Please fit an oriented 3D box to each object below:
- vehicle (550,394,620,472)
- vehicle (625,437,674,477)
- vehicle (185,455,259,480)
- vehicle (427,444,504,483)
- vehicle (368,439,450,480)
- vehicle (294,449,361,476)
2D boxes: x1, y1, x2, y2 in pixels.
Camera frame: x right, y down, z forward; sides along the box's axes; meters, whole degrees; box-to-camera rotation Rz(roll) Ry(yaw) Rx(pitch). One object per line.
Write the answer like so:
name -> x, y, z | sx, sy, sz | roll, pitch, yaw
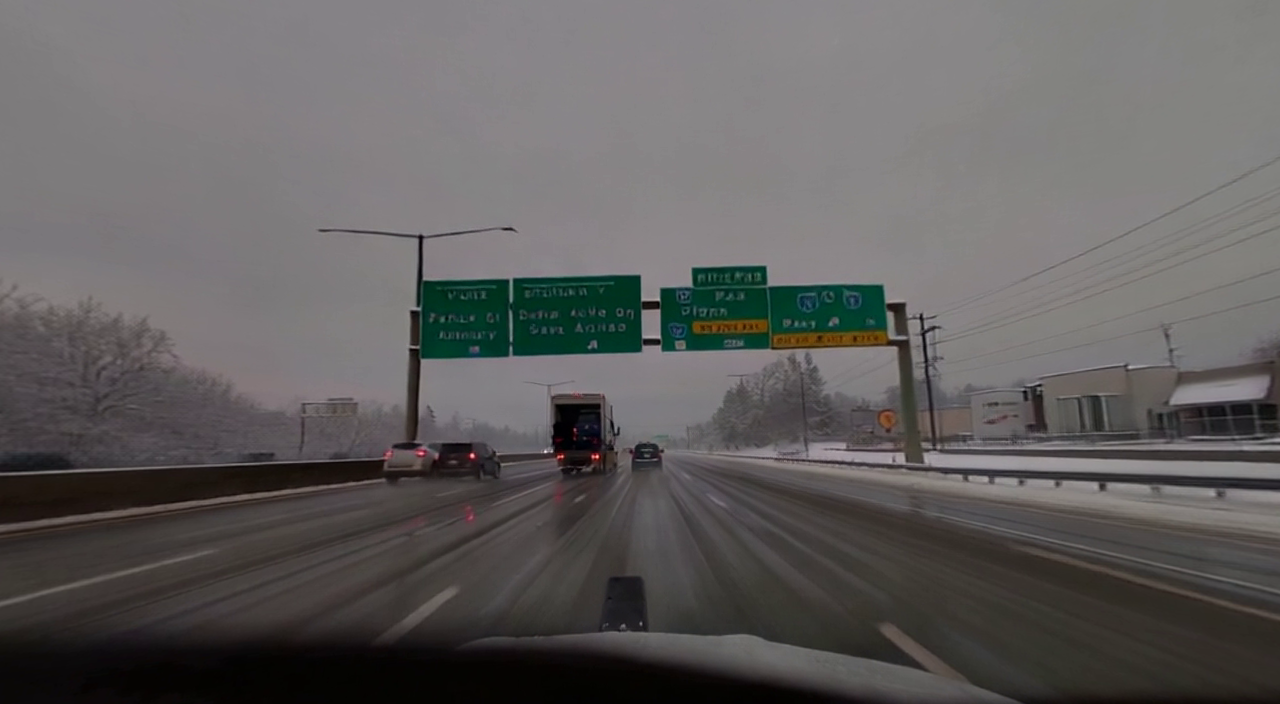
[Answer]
vehicle -> -3.307, 5.736, 43.432 | 2.888, 4.308, 16.259 | 0, -8, 2
vehicle -> 0.464, 5.250, 31.761 | 2.279, 1.837, 4.747 | 0, -8, 0
vehicle -> -26.472, 7.298, 40.142 | 1.765, 1.427, 4.213 | 0, -8, 1
vehicle -> -7.193, 4.606, 26.485 | 1.945, 1.482, 4.109 | 0, -8, 2
vehicle -> -10.320, 4.817, 28.542 | 1.997, 1.692, 4.294 | 0, -8, 1
vehicle -> -19.539, 6.907, 39.630 | 1.958, 1.504, 4.309 | 0, -8, 1
